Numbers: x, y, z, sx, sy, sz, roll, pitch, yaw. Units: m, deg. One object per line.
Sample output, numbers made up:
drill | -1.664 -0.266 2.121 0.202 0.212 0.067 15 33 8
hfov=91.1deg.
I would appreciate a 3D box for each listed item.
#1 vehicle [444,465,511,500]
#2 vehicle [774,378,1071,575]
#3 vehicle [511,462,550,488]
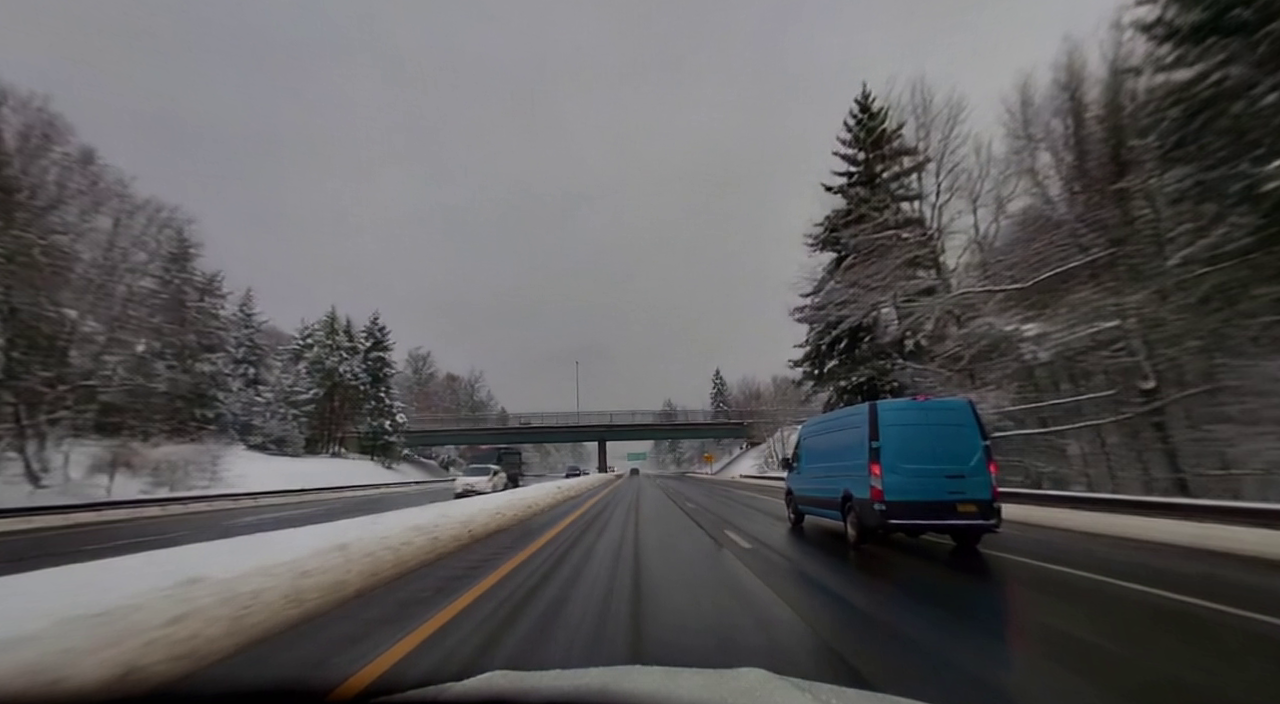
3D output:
vehicle | -7.571 6.135 29.747 1.907 1.494 4.554 1 -10 0
vehicle | 4.502 2.270 11.861 2.372 2.581 6.763 1 -10 -1
vehicle | -7.745 8.767 44.936 1.933 1.723 4.614 1 -10 0
